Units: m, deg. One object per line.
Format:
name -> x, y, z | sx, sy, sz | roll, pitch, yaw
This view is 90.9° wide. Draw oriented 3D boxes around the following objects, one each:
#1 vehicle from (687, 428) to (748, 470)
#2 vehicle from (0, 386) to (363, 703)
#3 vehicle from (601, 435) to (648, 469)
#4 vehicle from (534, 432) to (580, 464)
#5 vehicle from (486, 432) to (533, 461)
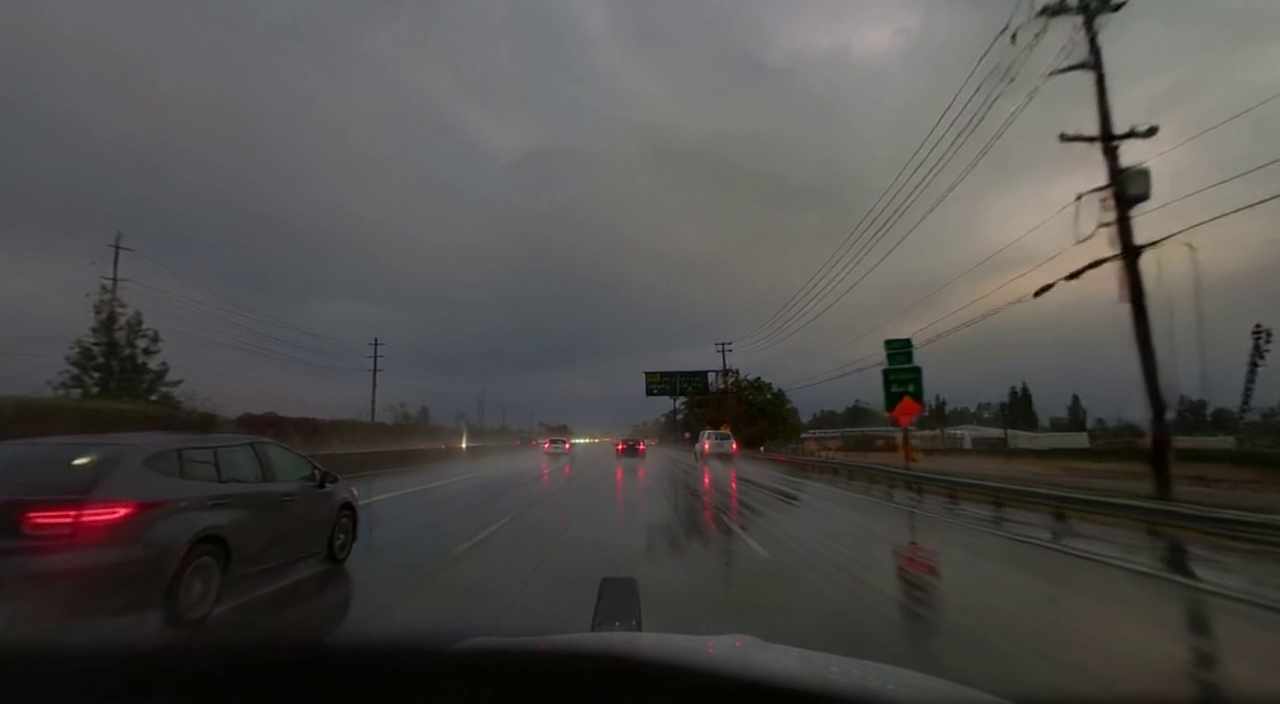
vehicle -> 3.353, 4.276, 28.015 | 1.950, 1.695, 4.446 | 1, -8, -3
vehicle -> -4.217, 1.241, 5.201 | 2.004, 1.607, 4.161 | 0, -8, -1
vehicle -> -0.728, 4.636, 29.585 | 2.086, 1.488, 3.440 | 0, -8, -2
vehicle -> -4.452, 5.208, 34.417 | 1.901, 1.601, 4.610 | 0, -8, 0
vehicle -> -7.934, 5.781, 38.713 | 1.980, 1.678, 4.255 | 0, -8, 0
